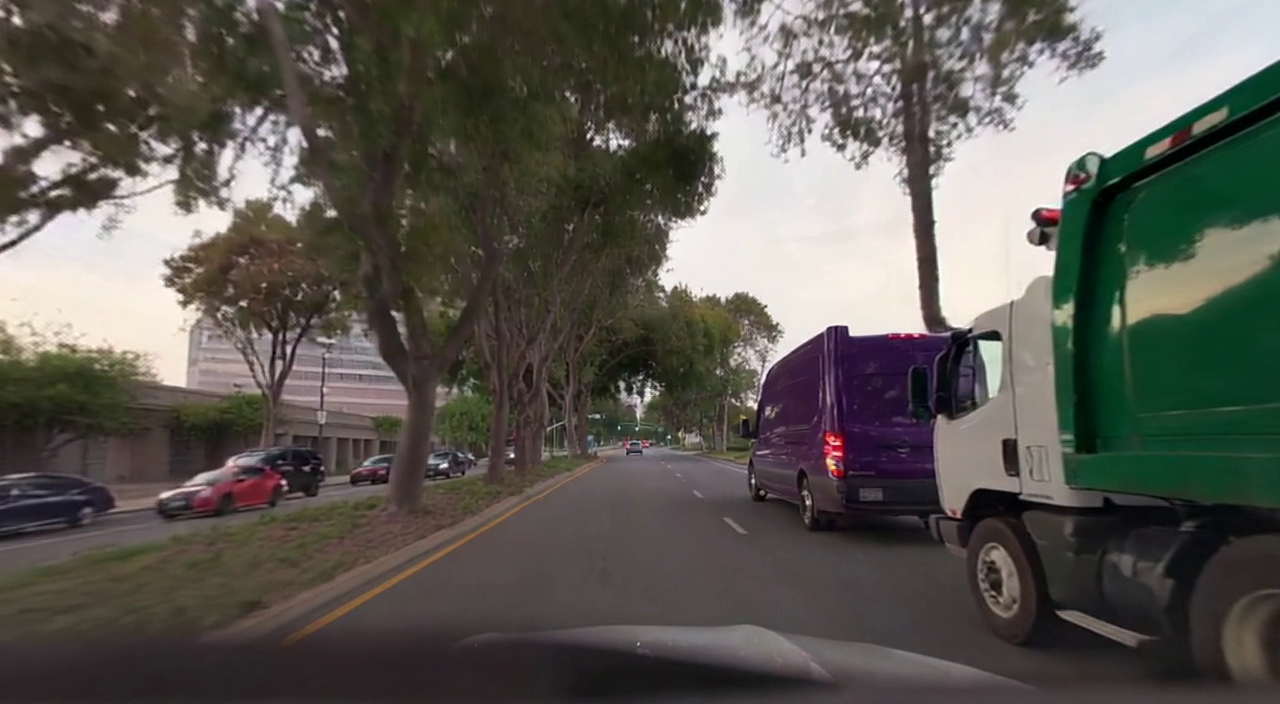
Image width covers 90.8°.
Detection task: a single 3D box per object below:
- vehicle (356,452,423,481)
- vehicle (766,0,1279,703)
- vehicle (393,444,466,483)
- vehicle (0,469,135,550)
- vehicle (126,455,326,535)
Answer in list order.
[{"bbox_3d":[-14.116,6.471,35.900,1.928,1.480,4.686,0,-8,-1],"label":"vehicle"},{"bbox_3d":[3.740,0.441,6.079,2.731,3.407,10.262,0,-9,-1],"label":"vehicle"},{"bbox_3d":[-10.210,5.422,31.077,2.089,1.754,4.573,0,-9,-1],"label":"vehicle"},{"bbox_3d":[-13.212,3.226,13.077,1.803,1.427,4.604,0,-9,-2],"label":"vehicle"},{"bbox_3d":[-9.568,3.279,15.148,1.953,1.539,4.326,0,-9,-2],"label":"vehicle"}]
